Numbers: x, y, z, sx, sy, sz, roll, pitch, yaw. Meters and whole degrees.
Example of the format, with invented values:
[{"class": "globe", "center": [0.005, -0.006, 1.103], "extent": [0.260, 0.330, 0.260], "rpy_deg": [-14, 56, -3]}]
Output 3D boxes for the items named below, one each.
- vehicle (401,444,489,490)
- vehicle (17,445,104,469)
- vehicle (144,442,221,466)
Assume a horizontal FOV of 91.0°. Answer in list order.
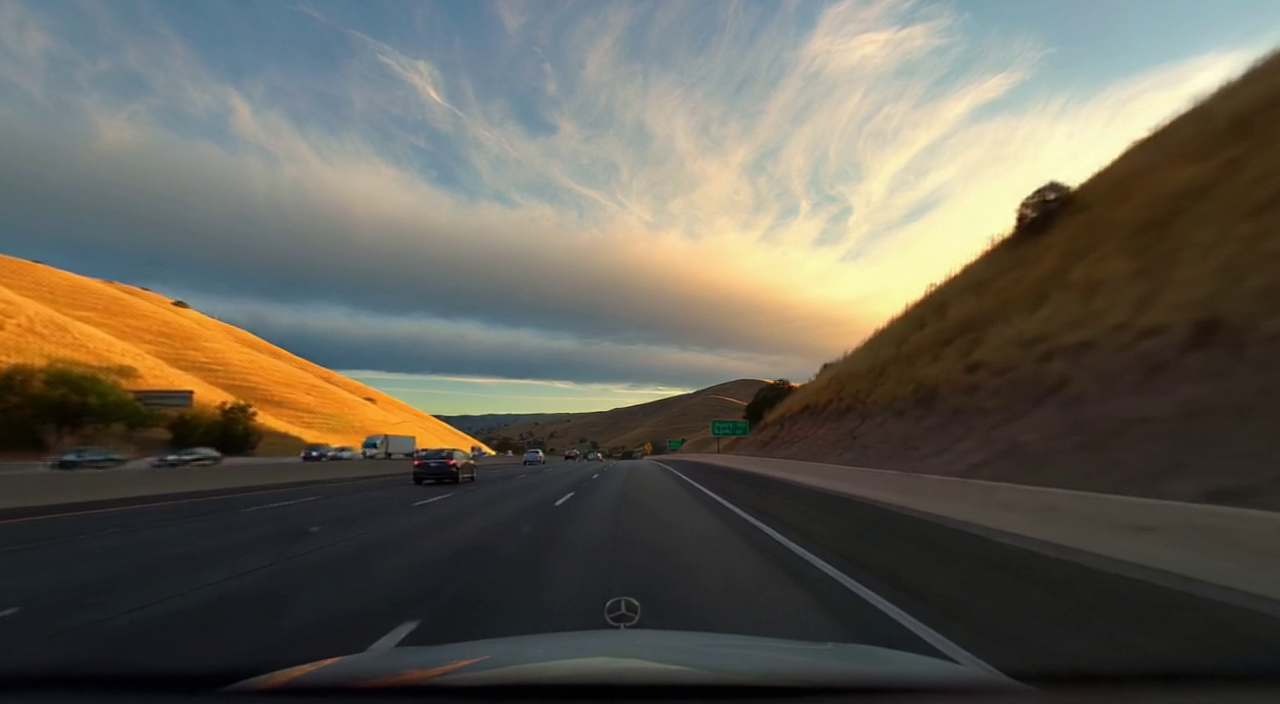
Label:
[{"class": "vehicle", "center": [-7.403, 4.394, 24.427], "extent": [2.045, 1.624, 4.338], "rpy_deg": [0, -9, 0]}, {"class": "vehicle", "center": [-39.205, 7.117, 42.764], "extent": [1.851, 1.509, 4.345], "rpy_deg": [0, -9, -2]}, {"class": "vehicle", "center": [-31.759, 7.094, 43.918], "extent": [2.159, 1.528, 4.396], "rpy_deg": [0, -9, -2]}]
